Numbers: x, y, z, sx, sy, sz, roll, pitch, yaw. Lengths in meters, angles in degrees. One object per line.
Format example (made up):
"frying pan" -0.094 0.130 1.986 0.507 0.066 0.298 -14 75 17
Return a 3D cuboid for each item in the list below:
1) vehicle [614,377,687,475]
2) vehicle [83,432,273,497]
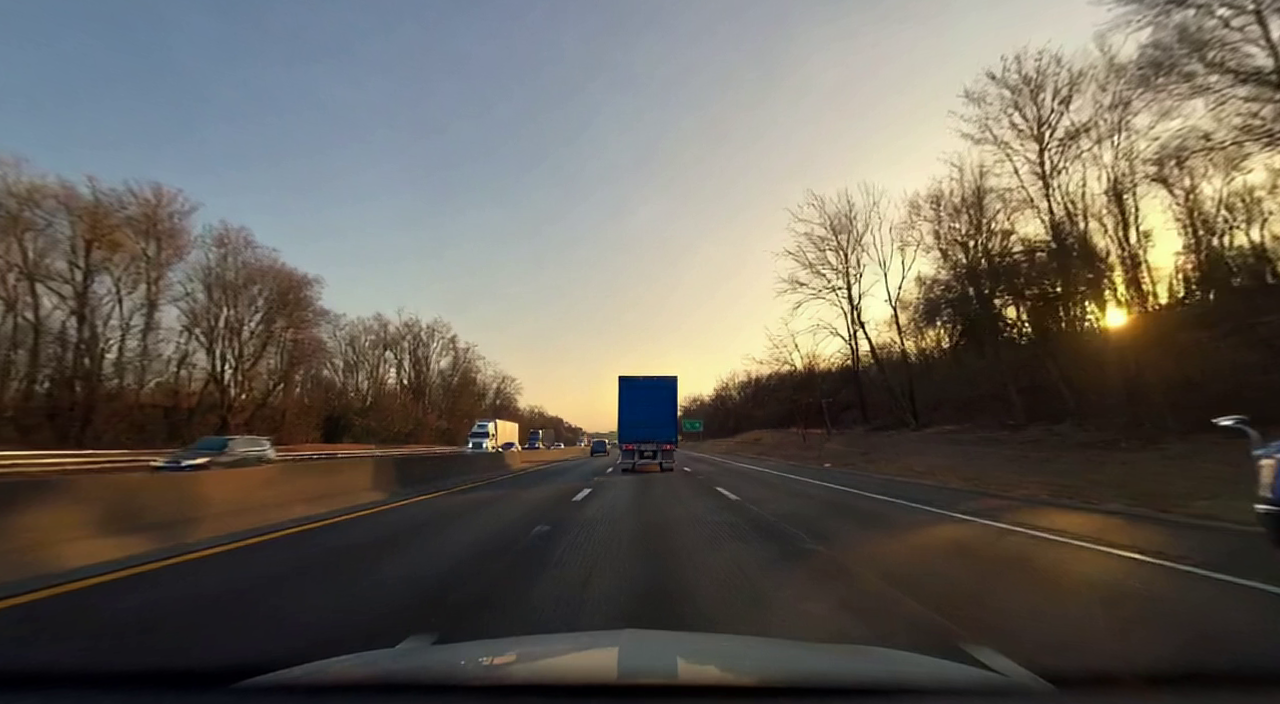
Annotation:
"vehicle" 0.479 3.812 31.275 3.010 4.039 10.481 0 -8 0
"vehicle" -13.151 3.206 18.334 2.041 1.648 4.501 0 -8 1
